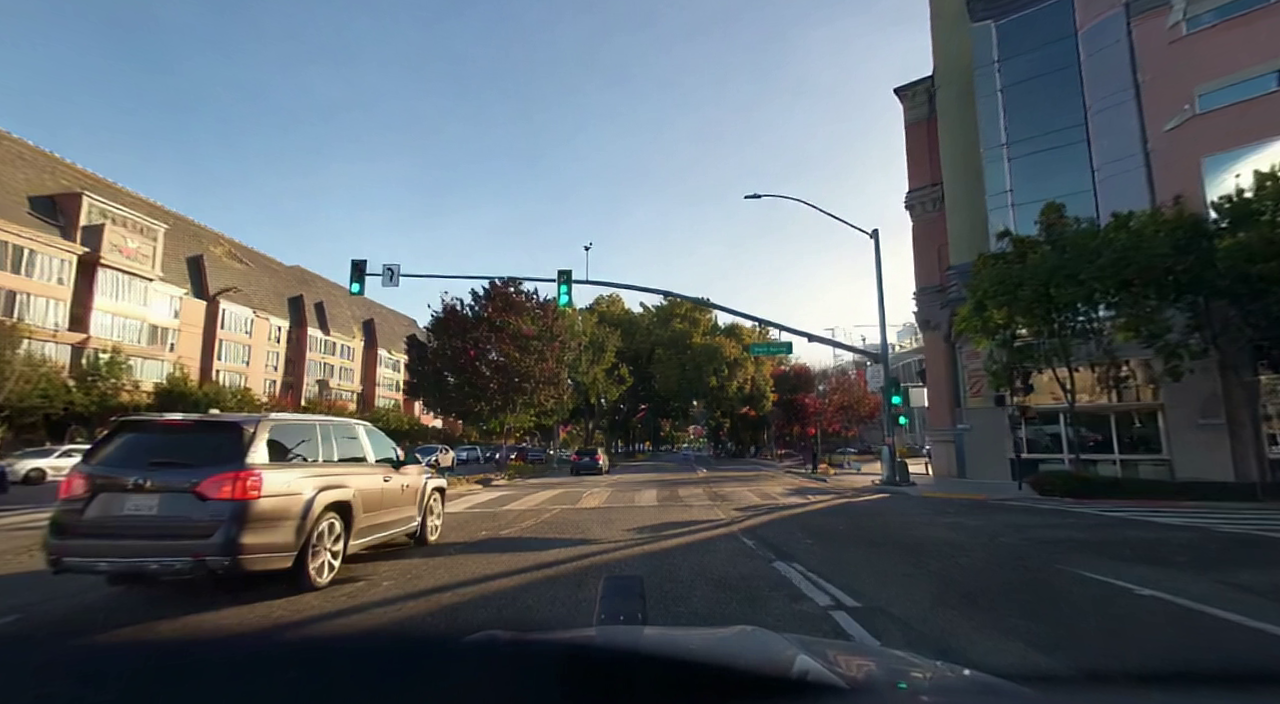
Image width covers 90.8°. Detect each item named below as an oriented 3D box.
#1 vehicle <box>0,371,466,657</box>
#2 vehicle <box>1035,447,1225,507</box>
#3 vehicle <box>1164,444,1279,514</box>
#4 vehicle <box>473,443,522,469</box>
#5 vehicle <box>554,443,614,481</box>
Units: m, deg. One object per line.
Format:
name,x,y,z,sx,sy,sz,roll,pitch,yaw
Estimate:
vehicle,-3.770,1.412,6.630,2.305,1.833,4.912,-1,-9,2
vehicle,13.758,3.391,17.702,5.074,1.442,2.216,4,-10,-28
vehicle,15.051,2.950,15.178,4.668,1.467,2.103,5,-10,-29
vehicle,-10.069,7.384,45.082,2.016,1.710,4.734,-1,-9,5
vehicle,-2.435,4.923,28.614,1.976,1.571,4.649,-1,-9,4
